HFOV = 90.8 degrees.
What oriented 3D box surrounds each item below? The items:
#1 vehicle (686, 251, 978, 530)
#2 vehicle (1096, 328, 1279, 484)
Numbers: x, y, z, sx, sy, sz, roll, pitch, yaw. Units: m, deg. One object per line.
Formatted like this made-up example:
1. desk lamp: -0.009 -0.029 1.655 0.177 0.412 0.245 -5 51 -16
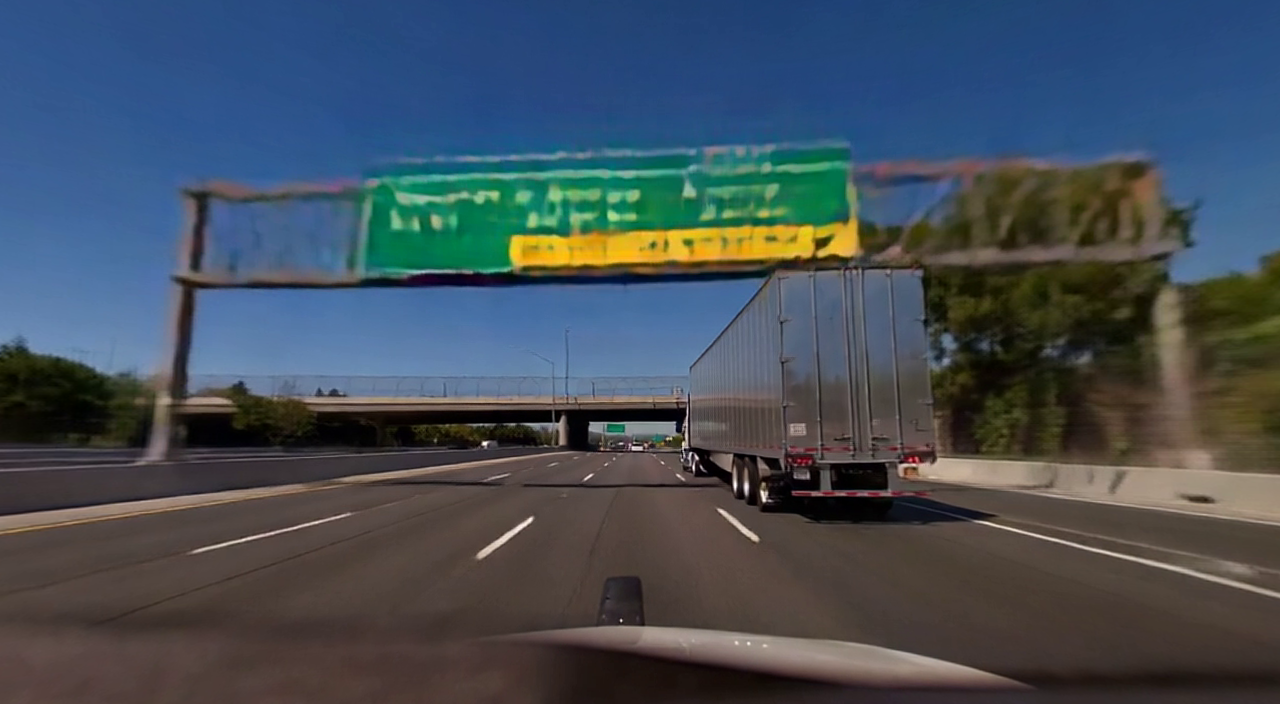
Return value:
1. vehicle: 3.387 1.752 17.556 2.743 4.160 16.408 0 -9 -1
2. vehicle: 21.519 1.589 18.727 4.916 4.592 13.750 1 -10 -4
